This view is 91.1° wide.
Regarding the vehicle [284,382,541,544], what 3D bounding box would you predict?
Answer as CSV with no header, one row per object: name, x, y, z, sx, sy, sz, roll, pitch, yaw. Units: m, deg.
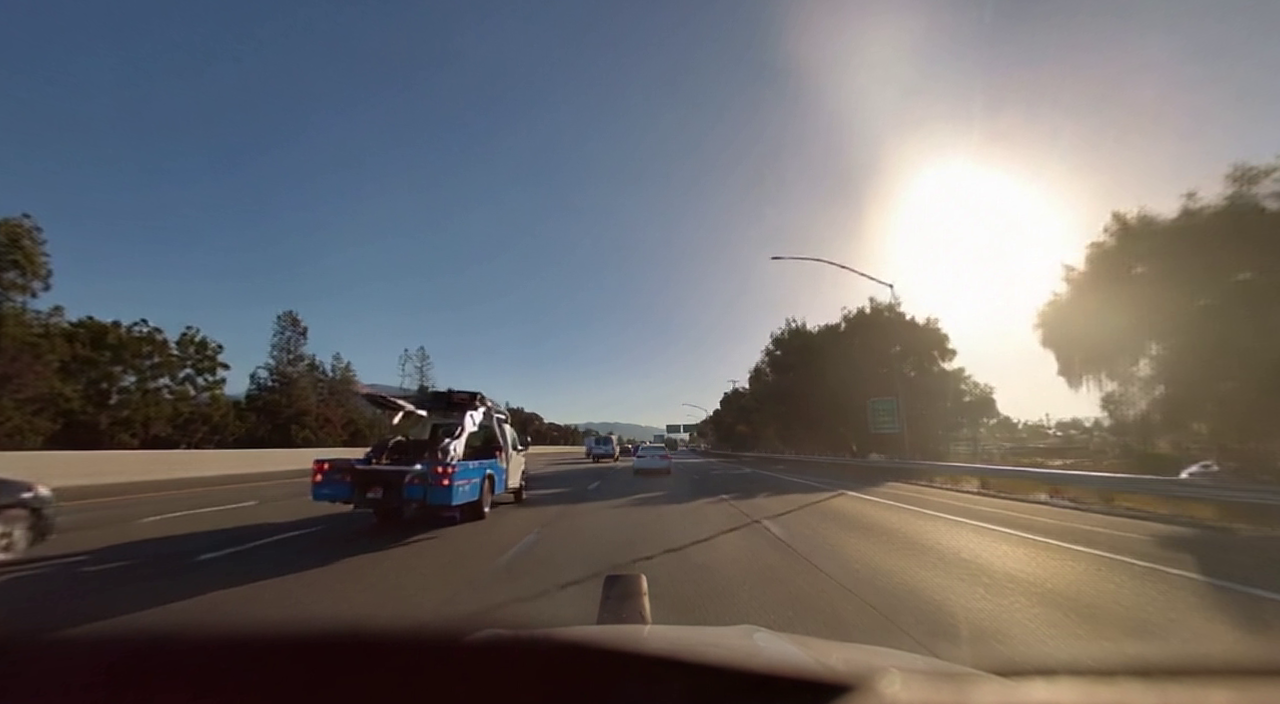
vehicle,-3.351,1.818,10.870,2.292,2.070,5.532,0,-8,1

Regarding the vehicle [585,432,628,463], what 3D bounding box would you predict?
vehicle,-2.391,7.073,46.547,2.526,2.146,5.594,0,-8,3

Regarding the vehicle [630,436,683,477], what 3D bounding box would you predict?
vehicle,0.686,4.561,27.611,2.165,1.653,4.456,0,-8,1
